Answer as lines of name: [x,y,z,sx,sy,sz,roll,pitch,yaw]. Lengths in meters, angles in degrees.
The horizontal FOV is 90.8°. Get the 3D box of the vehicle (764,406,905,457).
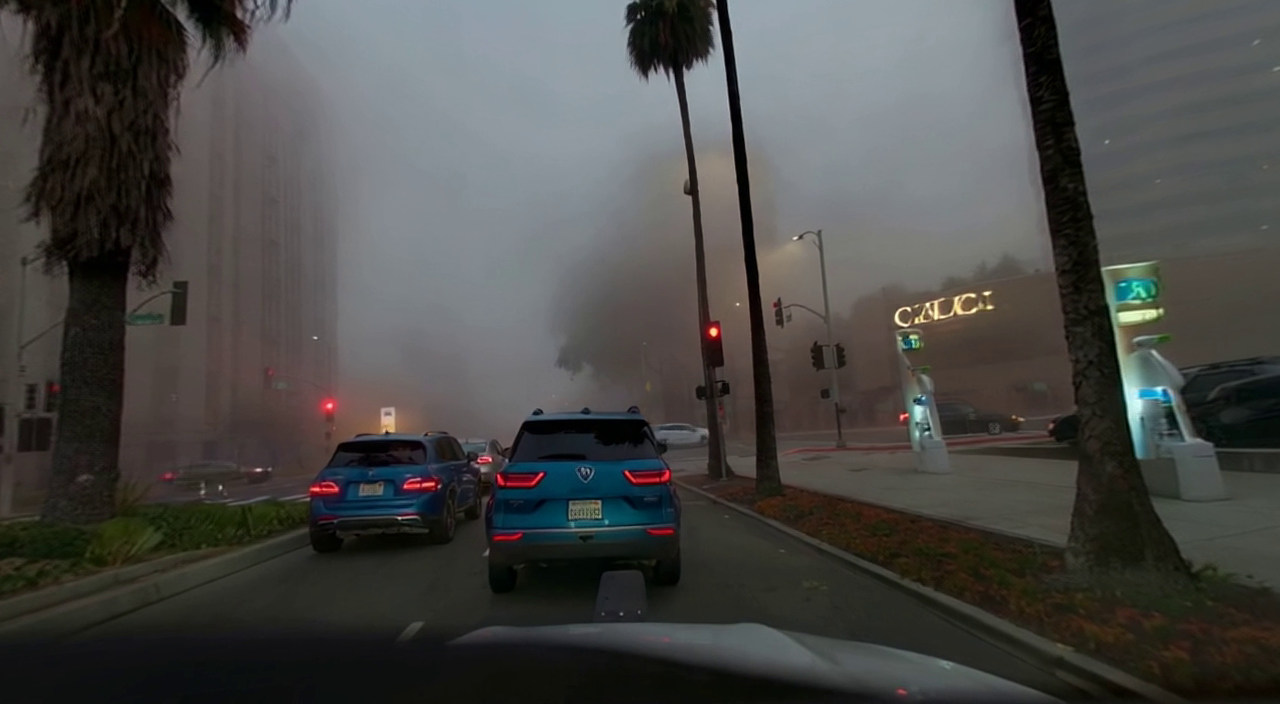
vehicle: [8.247,3.435,27.129,5.307,2.076,2.122,0,-8,-5]

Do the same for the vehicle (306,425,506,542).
vehicle: [-3.966,2.297,11.851,2.097,1.692,5.030,0,-8,-4]

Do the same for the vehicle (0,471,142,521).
vehicle: [-22.633,5.523,24.462,4.660,1.708,2.331,0,-8,0]

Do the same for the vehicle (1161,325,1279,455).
vehicle: [9.971,0.557,8.406,4.374,1.571,1.963,0,-8,-4]

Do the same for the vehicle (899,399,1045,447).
vehicle: [14.277,3.114,27.424,5.033,1.999,2.259,0,-8,-3]

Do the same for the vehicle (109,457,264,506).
vehicle: [-19.869,5.665,27.879,5.026,1.958,2.193,0,-8,-3]

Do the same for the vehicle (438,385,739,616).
vehicle: [-0.591,1.591,7.821,2.519,1.913,4.819,0,-8,-4]
